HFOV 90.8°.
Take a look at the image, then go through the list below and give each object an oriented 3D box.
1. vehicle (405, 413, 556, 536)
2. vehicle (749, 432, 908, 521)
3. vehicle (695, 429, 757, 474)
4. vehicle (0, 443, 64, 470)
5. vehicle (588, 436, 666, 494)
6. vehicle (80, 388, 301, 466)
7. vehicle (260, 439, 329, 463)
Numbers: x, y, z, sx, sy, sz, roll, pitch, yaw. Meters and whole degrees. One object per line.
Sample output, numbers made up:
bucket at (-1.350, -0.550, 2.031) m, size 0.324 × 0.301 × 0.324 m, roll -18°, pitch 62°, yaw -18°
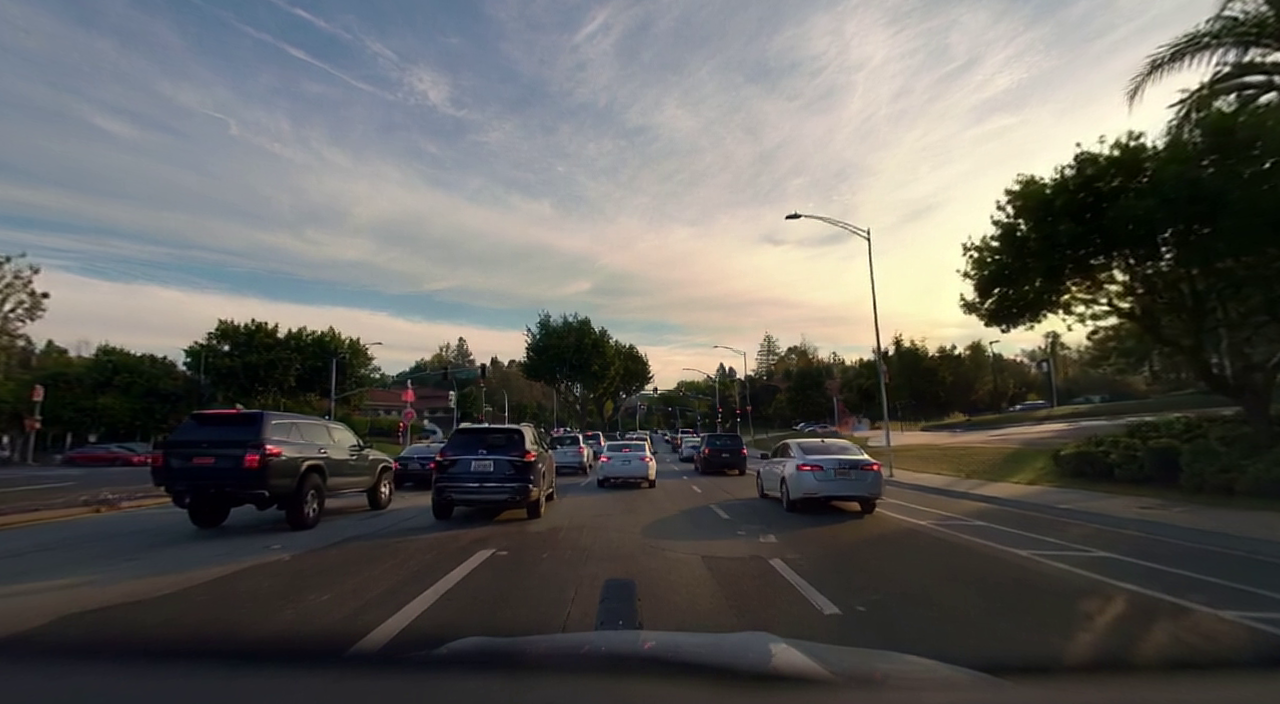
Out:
vehicle at (-2.650, 2.159, 11.851) m, size 2.111 × 1.745 × 5.274 m, roll 1°, pitch -9°, yaw -7°
vehicle at (3.547, 2.413, 12.786) m, size 1.884 × 1.463 × 4.195 m, roll 0°, pitch -9°, yaw 0°
vehicle at (3.735, 4.427, 28.282) m, size 2.099 × 1.845 × 4.363 m, roll 0°, pitch -9°, yaw -1°
vehicle at (-38.778, 6.489, 39.121) m, size 4.458 × 1.485 × 1.973 m, roll -3°, pitch -10°, yaw 5°
vehicle at (-0.348, 3.258, 18.566) m, size 2.030 × 1.477 × 4.330 m, roll 0°, pitch -9°, yaw 0°
vehicle at (-27.973, 5.079, 41.046) m, size 3.181 × 4.189 × 14.107 m, roll -1°, pitch -9°, yaw 4°
vehicle at (-23.245, 6.700, 42.769) m, size 1.865 × 1.493 × 4.712 m, roll -1°, pitch -9°, yaw 2°
